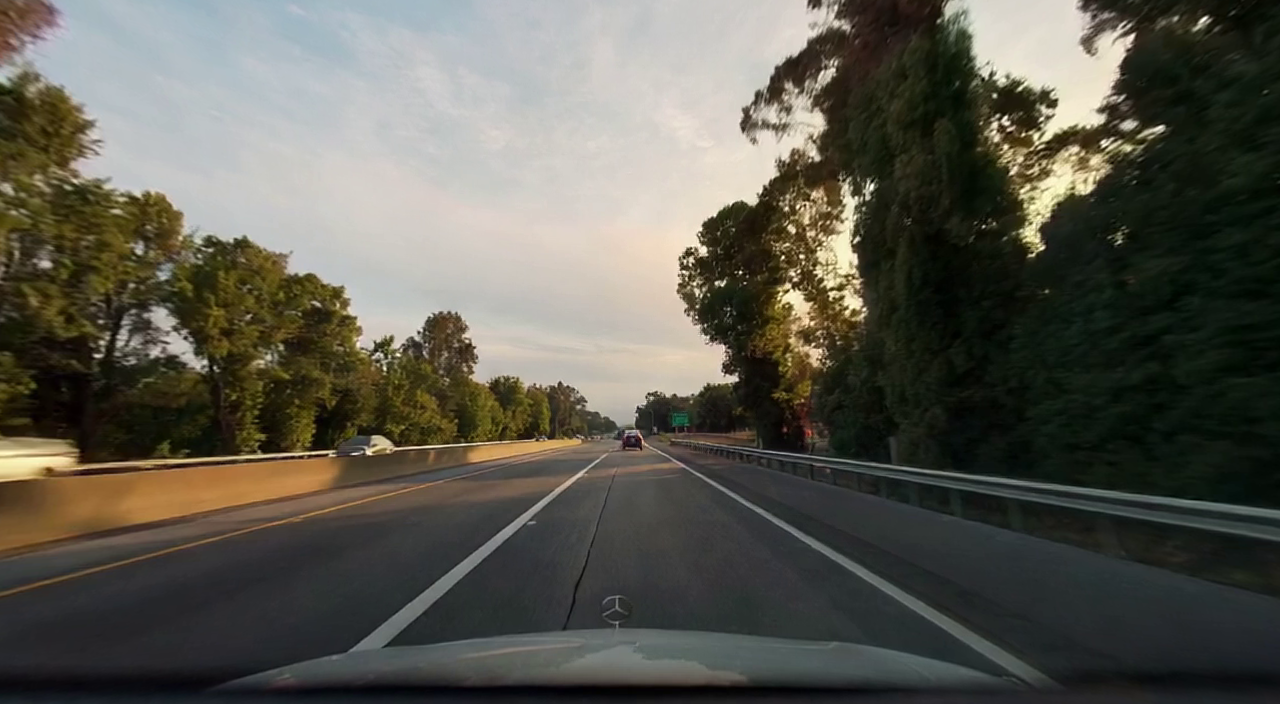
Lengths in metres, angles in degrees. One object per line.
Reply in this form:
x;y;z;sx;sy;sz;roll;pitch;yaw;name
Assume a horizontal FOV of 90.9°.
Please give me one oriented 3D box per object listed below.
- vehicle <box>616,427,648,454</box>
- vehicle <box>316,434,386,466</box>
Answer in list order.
-0.598;6.596;46.917;2.295;1.861;4.564;0;-8;-1;vehicle
-14.062;4.772;30.866;1.804;1.461;3.592;0;-8;-2;vehicle
